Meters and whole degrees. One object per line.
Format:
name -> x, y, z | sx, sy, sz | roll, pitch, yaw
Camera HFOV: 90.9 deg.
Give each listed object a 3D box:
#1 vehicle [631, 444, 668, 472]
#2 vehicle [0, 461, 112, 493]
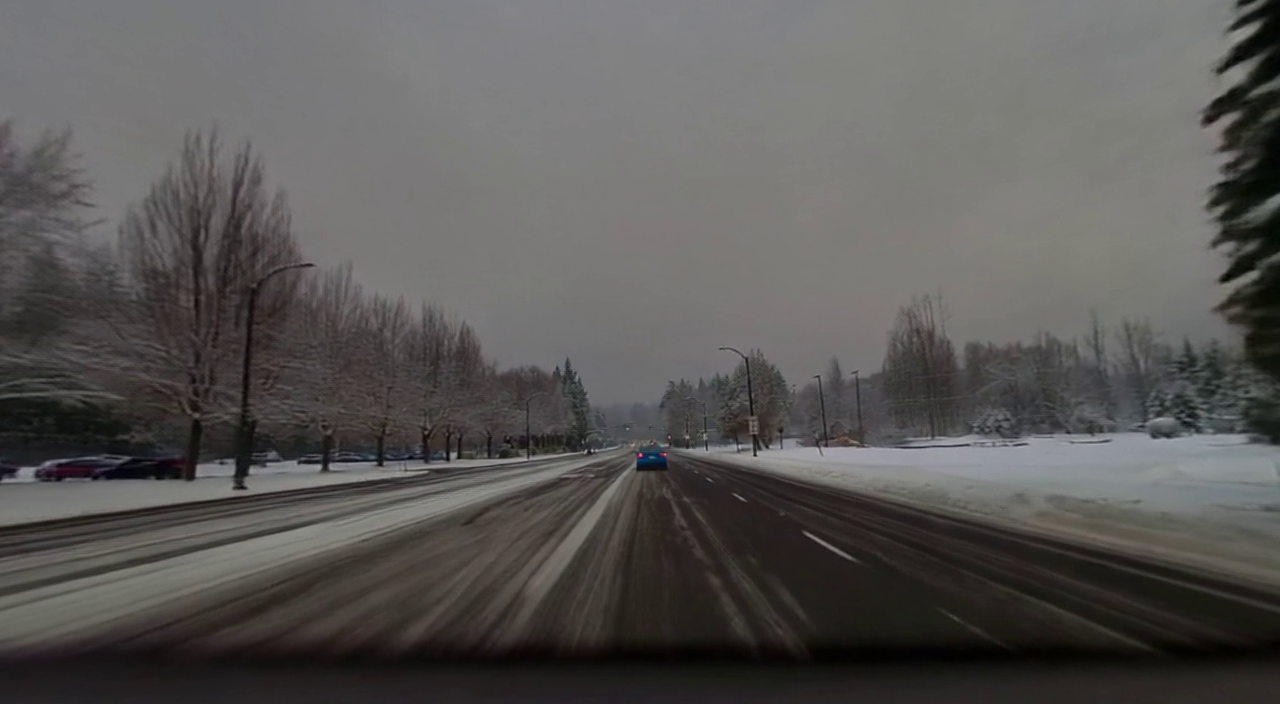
vehicle -> 0.509, 6.087, 36.570 | 1.978, 1.499, 3.915 | -1, -8, 0
vehicle -> -30.117, 6.337, 32.146 | 4.617, 1.450, 1.968 | -1, -8, 1
